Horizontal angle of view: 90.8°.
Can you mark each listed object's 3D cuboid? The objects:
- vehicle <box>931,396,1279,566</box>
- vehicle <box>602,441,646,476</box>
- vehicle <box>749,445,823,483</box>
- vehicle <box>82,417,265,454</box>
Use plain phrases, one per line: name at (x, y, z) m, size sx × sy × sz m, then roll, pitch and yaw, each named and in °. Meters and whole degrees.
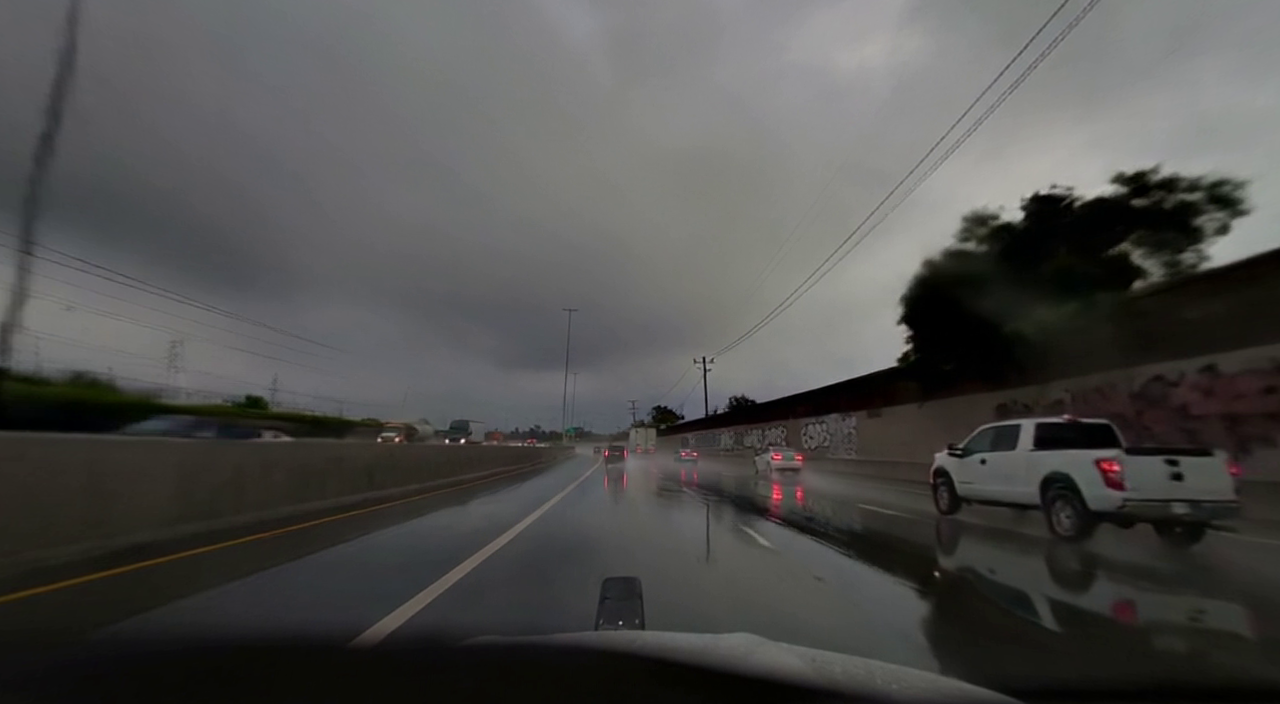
vehicle at (7.314, 1.910, 10.192) m, size 2.325 × 1.924 × 5.838 m, roll 0°, pitch -9°, yaw -1°
vehicle at (-0.852, 5.557, 33.153) m, size 2.191 × 1.685 × 3.353 m, roll 0°, pitch -9°, yaw -2°
vehicle at (6.432, 4.973, 28.348) m, size 2.032 × 1.525 × 4.631 m, roll 0°, pitch -9°, yaw -3°
vehicle at (-13.649, 2.554, 18.924) m, size 2.062 × 0.949 × 4.600 m, roll 0°, pitch -9°, yaw -1°
